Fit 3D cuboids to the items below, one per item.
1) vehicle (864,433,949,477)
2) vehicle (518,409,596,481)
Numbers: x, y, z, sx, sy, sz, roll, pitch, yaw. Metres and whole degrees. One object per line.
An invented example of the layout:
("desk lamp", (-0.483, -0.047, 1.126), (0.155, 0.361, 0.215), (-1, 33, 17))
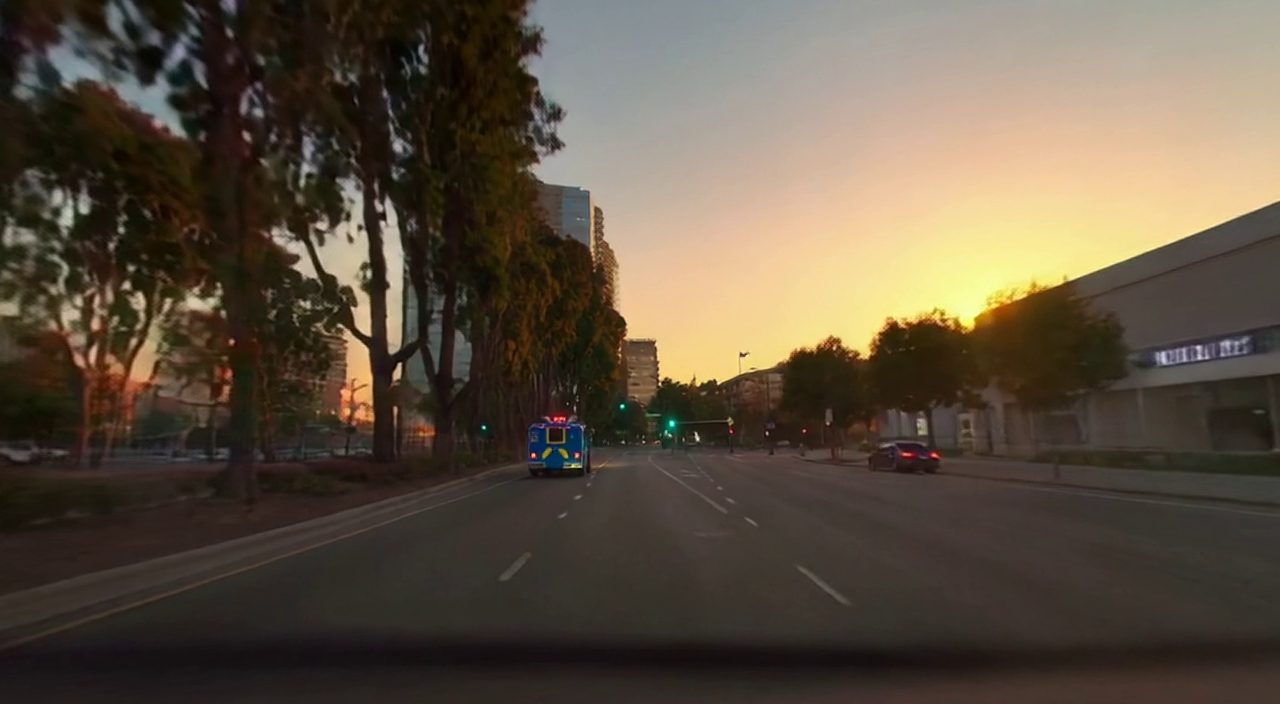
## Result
("vehicle", (11.431, 4.437, 27.461), (1.980, 1.719, 4.422), (-1, -8, 3))
("vehicle", (-3.480, 4.074, 27.830), (2.633, 2.787, 5.796), (0, -8, 0))
